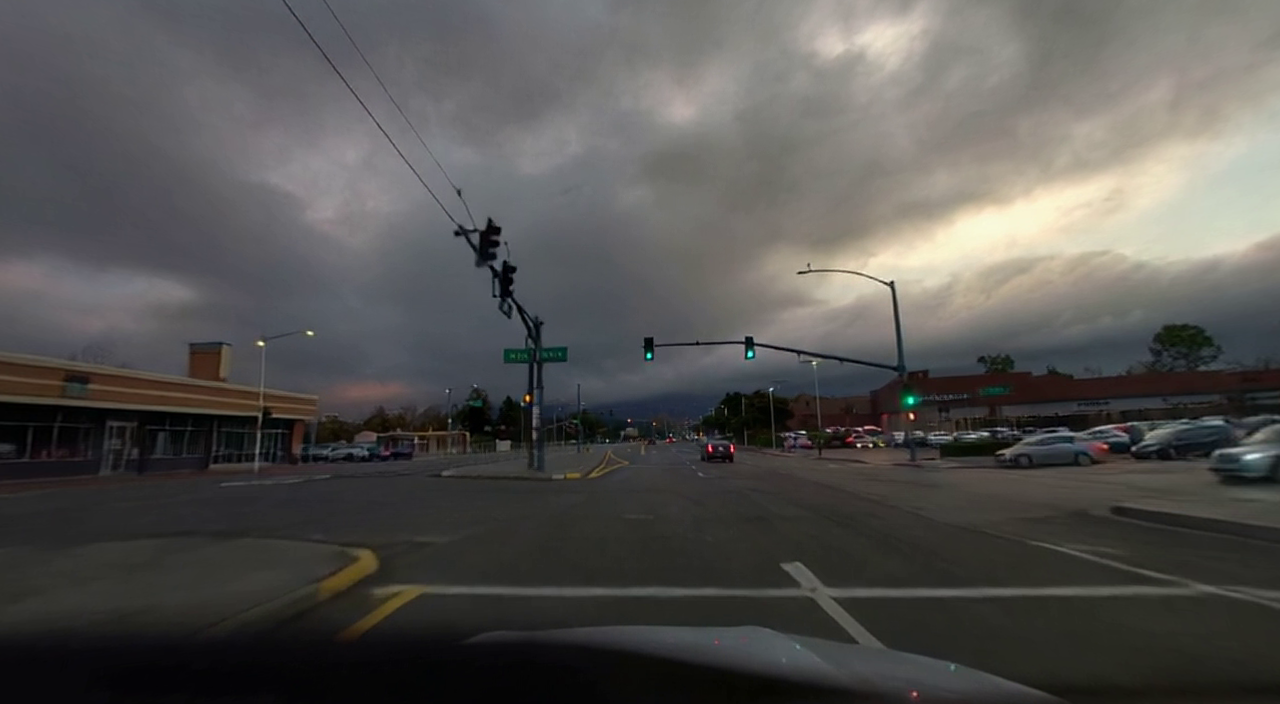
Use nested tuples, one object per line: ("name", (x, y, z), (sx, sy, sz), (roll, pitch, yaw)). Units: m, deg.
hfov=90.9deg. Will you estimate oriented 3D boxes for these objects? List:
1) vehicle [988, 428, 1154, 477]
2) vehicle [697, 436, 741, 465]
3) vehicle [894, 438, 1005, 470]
("vehicle", (15.772, 3.707, 23.345), (4.491, 1.702, 2.094), (-1, -8, 9))
("vehicle", (4.518, 5.696, 36.583), (2.038, 1.528, 4.259), (0, -8, 1))
("vehicle", (14.897, 4.911, 30.418), (4.581, 1.434, 1.893), (-5, -10, 31))
